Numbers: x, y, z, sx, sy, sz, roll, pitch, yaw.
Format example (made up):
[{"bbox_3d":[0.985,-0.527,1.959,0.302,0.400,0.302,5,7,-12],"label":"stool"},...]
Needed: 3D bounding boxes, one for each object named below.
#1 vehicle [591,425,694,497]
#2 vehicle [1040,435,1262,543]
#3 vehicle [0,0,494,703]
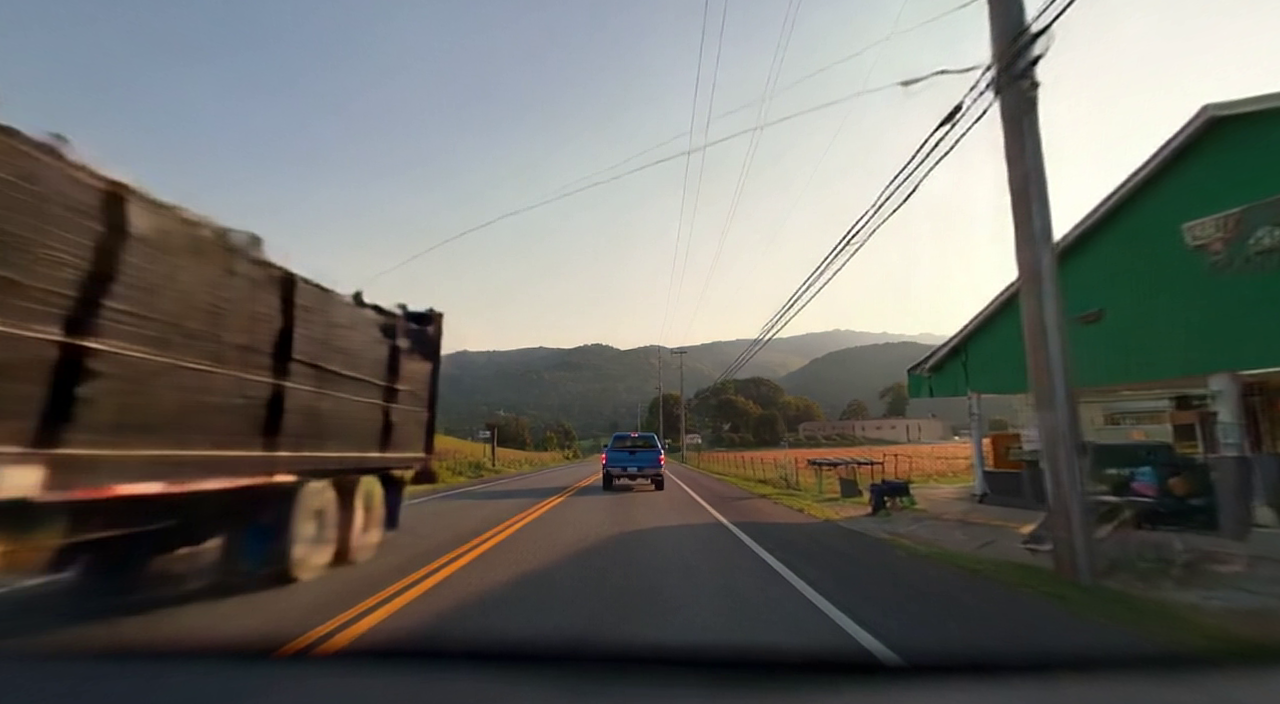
[{"bbox_3d":[0.035,3.686,21.848,2.921,2.031,7.416,0,-8,-1],"label":"vehicle"},{"bbox_3d":[10.671,2.642,13.044,5.304,1.754,2.340,7,-11,-38],"label":"vehicle"},{"bbox_3d":[-4.734,0.258,6.021,2.882,4.189,15.975,0,-8,0],"label":"vehicle"}]
